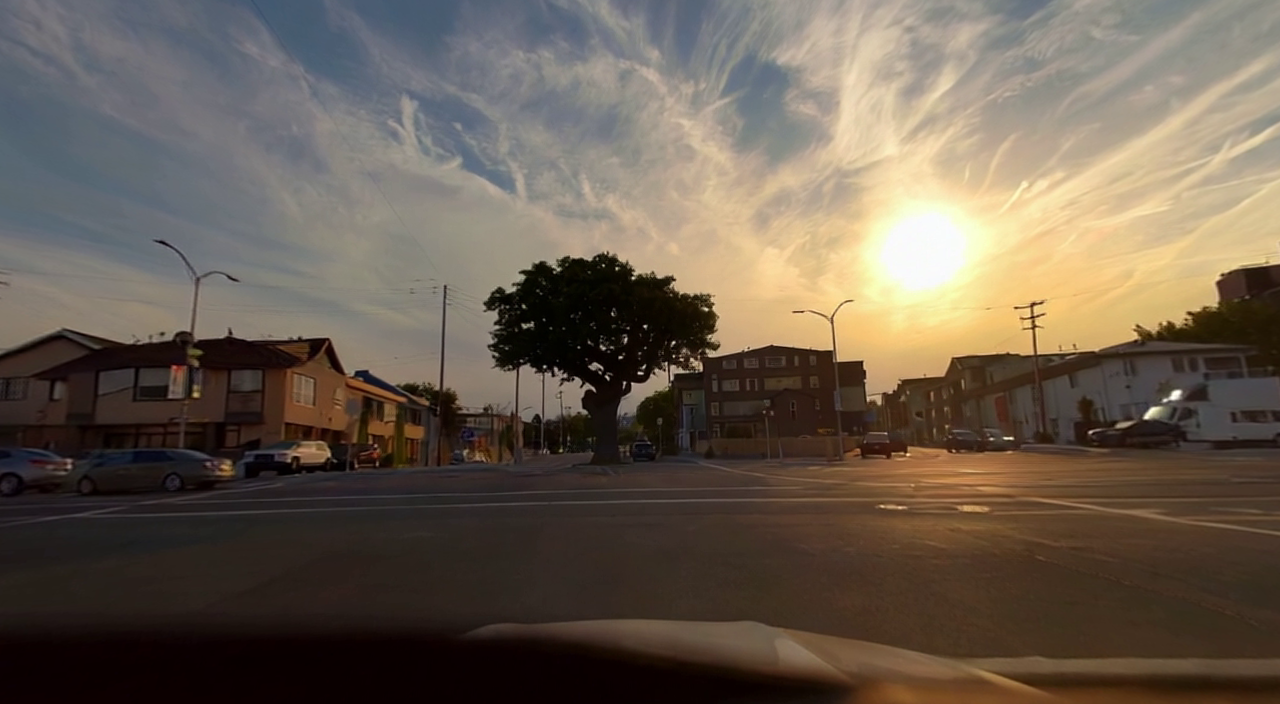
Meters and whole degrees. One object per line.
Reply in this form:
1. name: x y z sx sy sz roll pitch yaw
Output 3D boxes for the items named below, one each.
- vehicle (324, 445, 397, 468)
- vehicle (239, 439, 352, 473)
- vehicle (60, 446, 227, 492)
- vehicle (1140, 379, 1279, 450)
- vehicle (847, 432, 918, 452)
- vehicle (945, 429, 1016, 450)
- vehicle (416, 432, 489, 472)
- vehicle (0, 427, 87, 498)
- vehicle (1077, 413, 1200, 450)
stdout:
1. vehicle: -19.970 7.481 45.227 4.277 1.527 1.987 0 -8 -3
2. vehicle: -17.549 5.268 32.302 2.010 1.583 4.582 -6 -10 34
3. vehicle: -16.469 3.858 21.041 4.233 1.432 1.755 -1 -8 6
4. vehicle: 33.317 3.413 33.823 10.986 3.604 2.707 0 -9 -6
5. vehicle: 18.187 6.761 47.305 4.528 1.458 1.939 1 -7 -4
6. vehicle: 25.739 6.621 47.728 4.323 1.507 1.896 0 -8 -4
7. vehicle: -8.487 4.584 29.008 2.156 1.620 4.945 2 -9 -4
8. vehicle: -21.609 3.726 21.450 3.506 2.261 2.158 -1 -8 5
9. vehicle: 29.087 4.651 36.922 5.277 2.032 2.408 1 -7 -3
